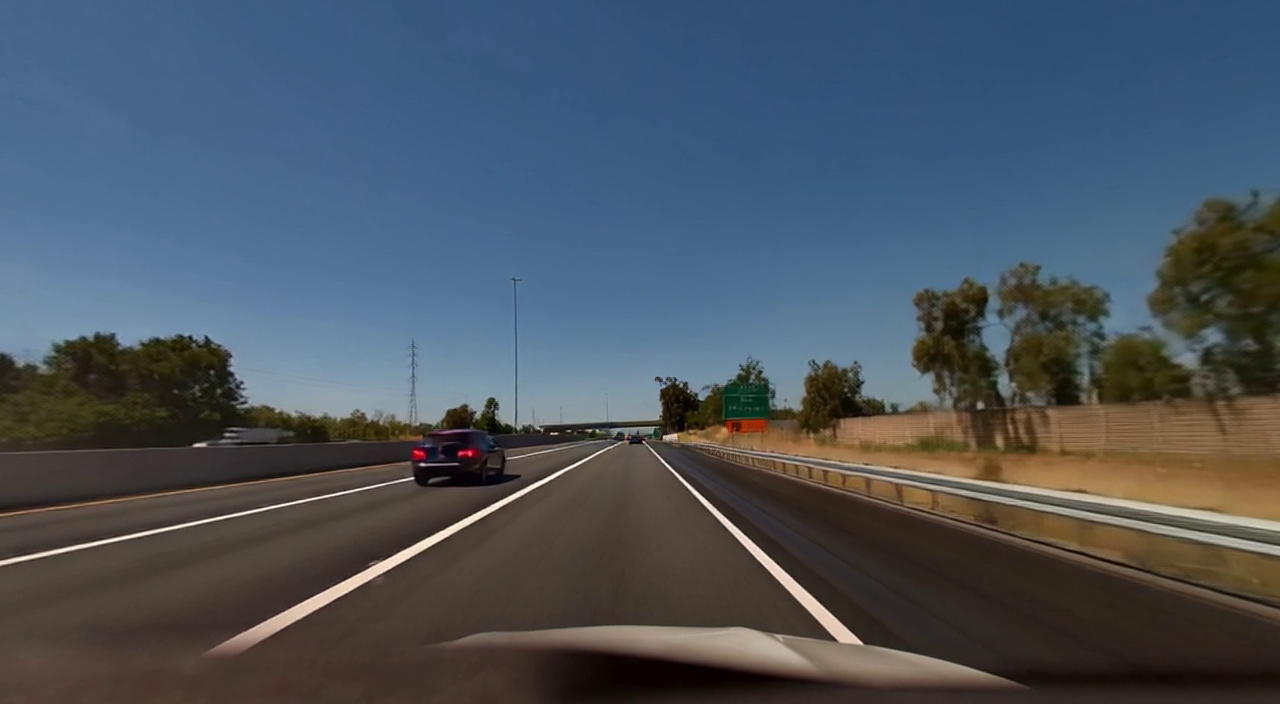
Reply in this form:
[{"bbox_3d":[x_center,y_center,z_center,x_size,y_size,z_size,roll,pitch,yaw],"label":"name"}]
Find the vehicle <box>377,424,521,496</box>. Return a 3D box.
[{"bbox_3d":[-4.600,2.658,16.080,2.149,1.532,4.905,0,-8,0],"label":"vehicle"}]
